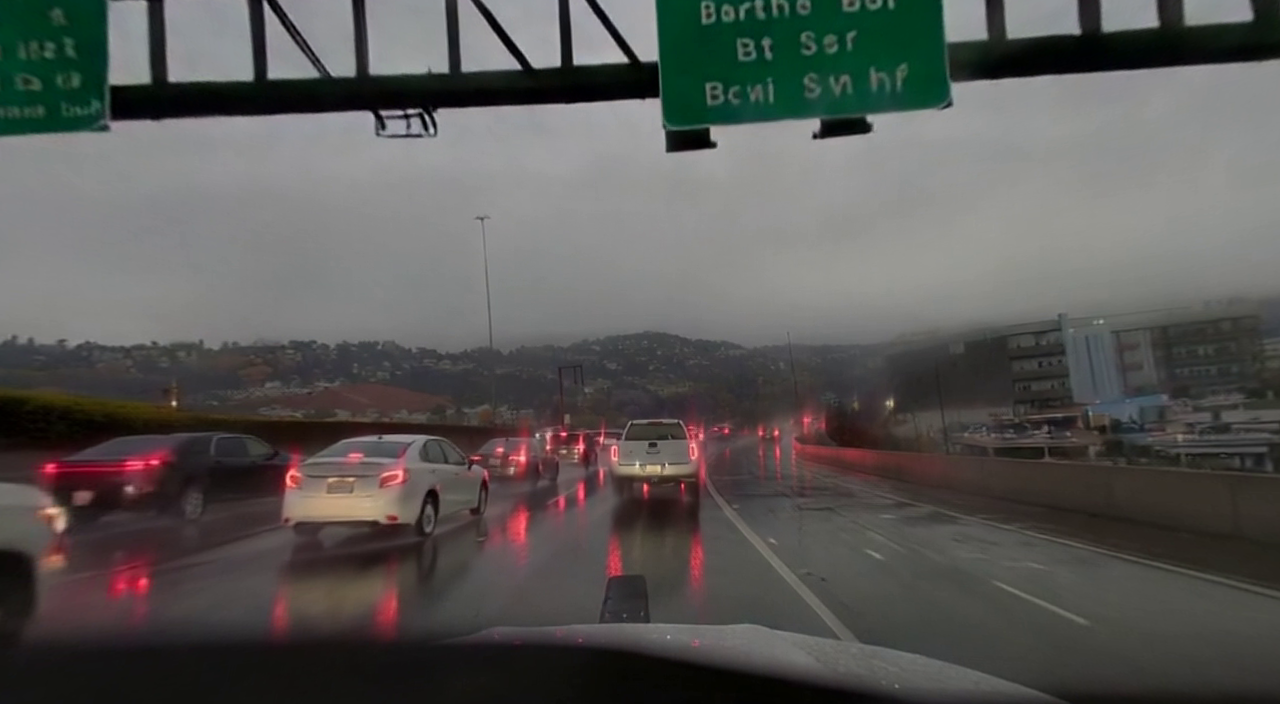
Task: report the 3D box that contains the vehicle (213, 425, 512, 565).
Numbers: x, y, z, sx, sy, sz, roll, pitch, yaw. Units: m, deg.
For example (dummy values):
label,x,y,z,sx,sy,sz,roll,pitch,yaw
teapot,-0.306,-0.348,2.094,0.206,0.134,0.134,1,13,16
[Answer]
label,x,y,z,sx,sy,sz,roll,pitch,yaw
vehicle,-3.508,1.918,9.358,1.998,1.494,5.020,0,-8,2

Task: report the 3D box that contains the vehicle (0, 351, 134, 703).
label,x,y,z,sx,sy,sz,roll,pitch,yaw
vehicle,-4.270,0.741,1.984,1.850,1.862,4.150,0,-8,0

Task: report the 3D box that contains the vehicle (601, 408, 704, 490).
label,x,y,z,sx,sy,sz,roll,pitch,yaw
vehicle,0.441,2.916,19.046,2.616,2.063,5.933,0,-9,3

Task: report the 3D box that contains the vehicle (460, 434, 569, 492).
label,x,y,z,sx,sy,sz,roll,pitch,yaw
vehicle,-3.519,3.206,18.579,2.087,1.481,4.225,-1,-9,4
